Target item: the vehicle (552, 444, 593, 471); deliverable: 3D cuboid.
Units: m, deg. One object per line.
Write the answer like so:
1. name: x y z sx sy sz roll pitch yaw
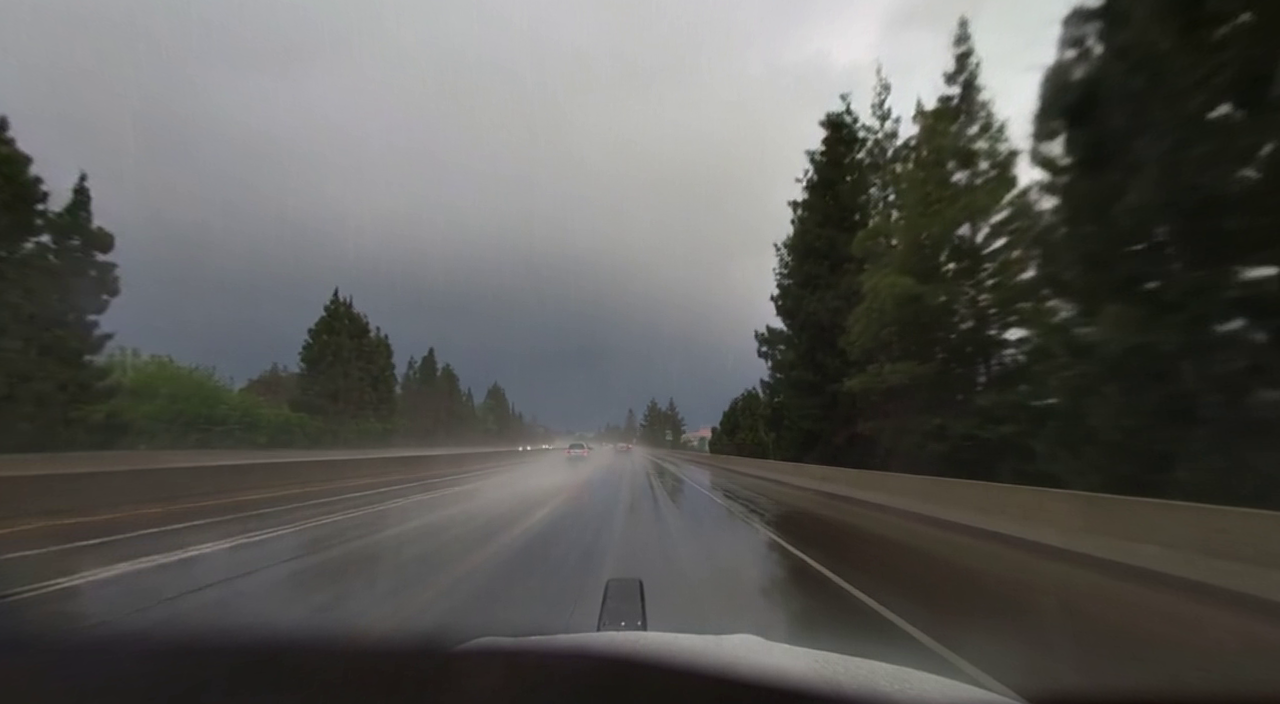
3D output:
1. vehicle: -4.114 6.584 39.396 2.083 1.560 4.713 0 -9 -1
